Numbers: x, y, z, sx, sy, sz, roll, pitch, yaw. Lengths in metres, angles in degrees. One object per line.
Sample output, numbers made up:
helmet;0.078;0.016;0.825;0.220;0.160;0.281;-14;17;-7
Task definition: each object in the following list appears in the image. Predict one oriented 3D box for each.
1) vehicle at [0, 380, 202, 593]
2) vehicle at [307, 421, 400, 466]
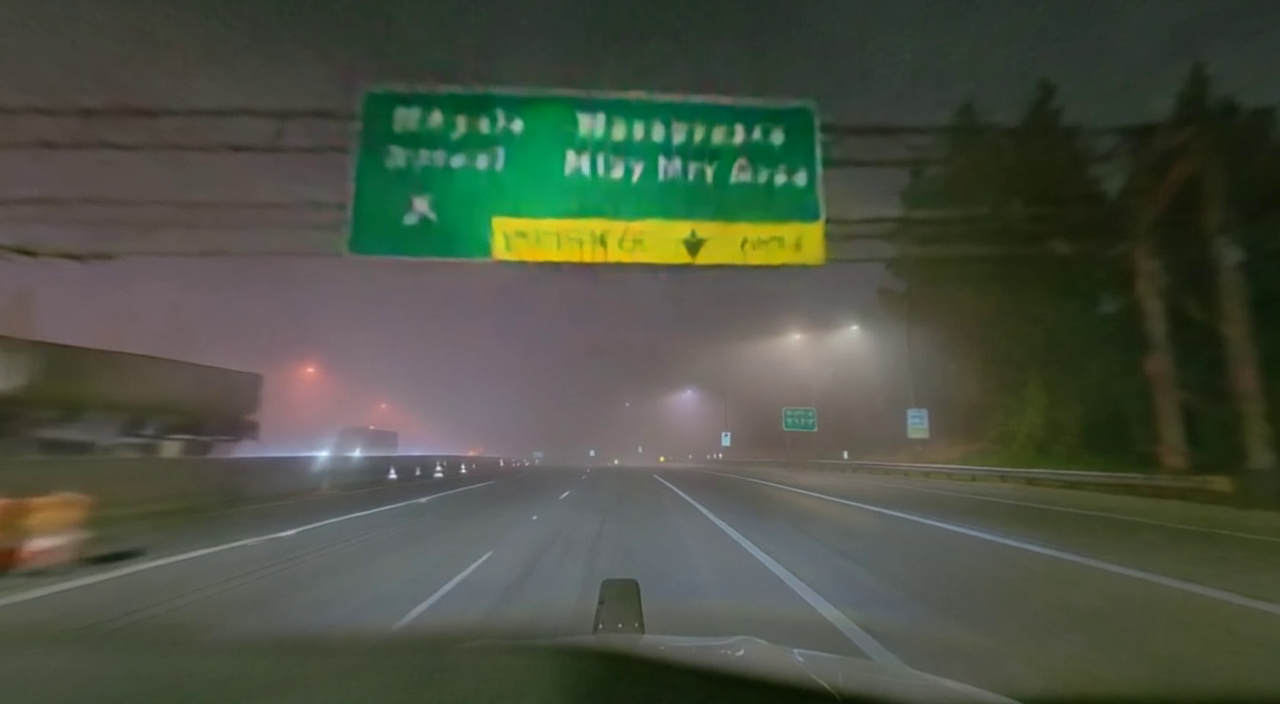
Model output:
vehicle;-7.416;1.204;5.477;2.690;1.995;6.270;0;-9;0
vehicle;-18.352;6.080;40.908;2.750;2.474;7.300;1;-11;-2
